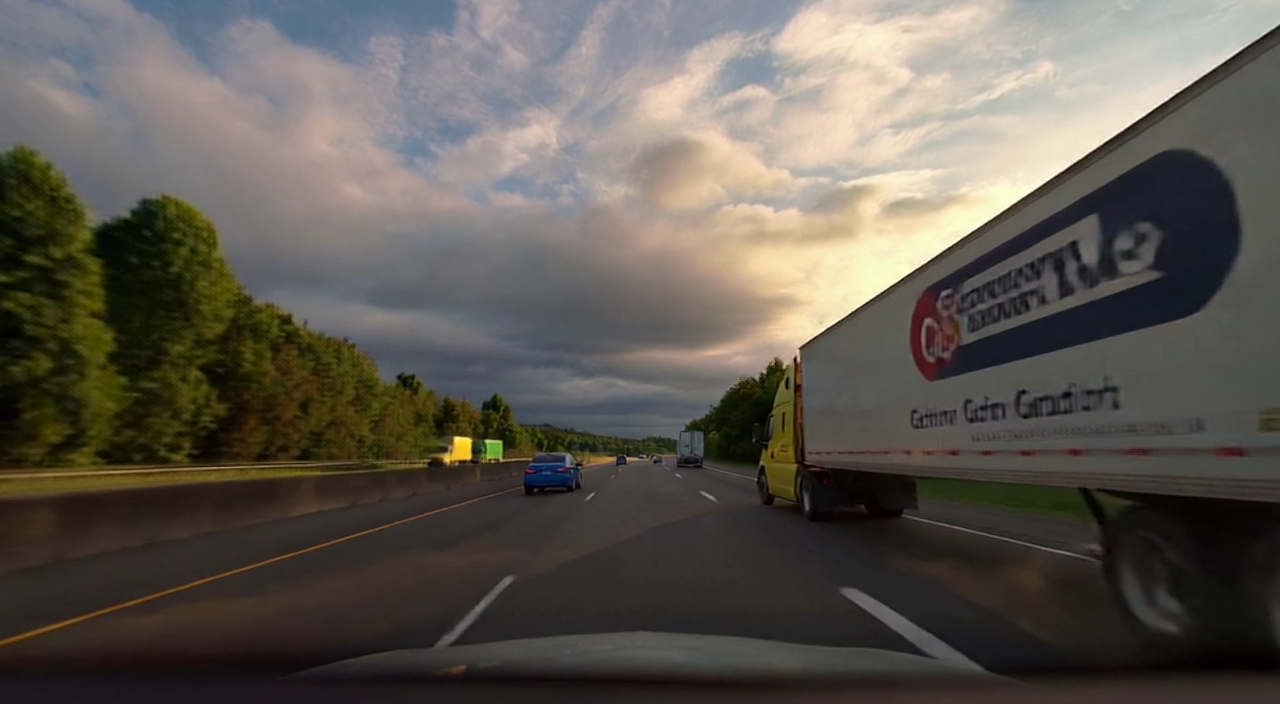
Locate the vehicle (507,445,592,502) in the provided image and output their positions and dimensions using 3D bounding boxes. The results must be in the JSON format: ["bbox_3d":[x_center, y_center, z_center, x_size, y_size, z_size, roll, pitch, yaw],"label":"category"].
[{"bbox_3d":[-2.723,3.782,20.000,1.960,1.579,4.384,0,-9,1],"label":"vehicle"}]

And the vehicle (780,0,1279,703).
[{"bbox_3d":[4.631,0.417,7.012,2.858,3.952,13.731,0,-9,-1],"label":"vehicle"}]
